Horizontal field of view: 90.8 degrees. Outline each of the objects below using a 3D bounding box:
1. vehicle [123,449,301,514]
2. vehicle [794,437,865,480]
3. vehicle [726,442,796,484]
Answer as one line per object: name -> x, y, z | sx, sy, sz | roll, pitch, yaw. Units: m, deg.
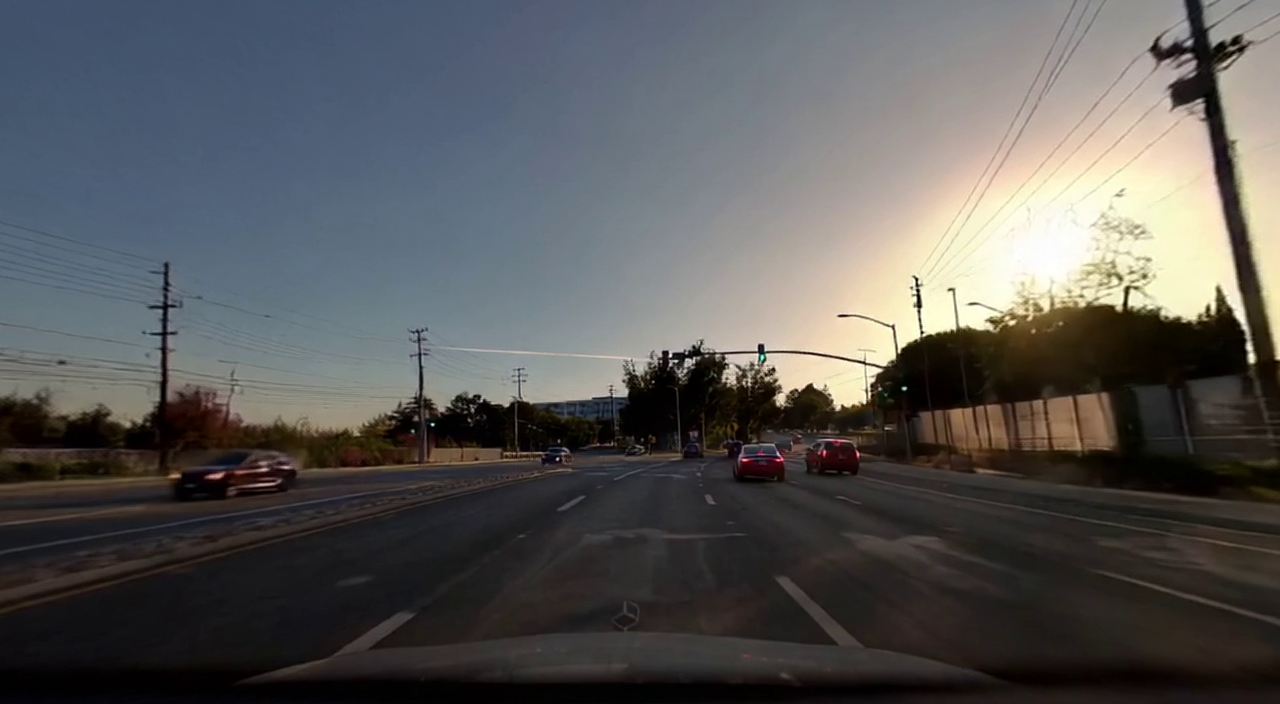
vehicle -> -11.962, 3.603, 18.094 | 1.885, 1.592, 4.337 | -1, -8, 3
vehicle -> 8.487, 4.797, 28.717 | 2.029, 1.795, 4.371 | -1, -8, 3
vehicle -> 4.574, 4.256, 24.503 | 2.035, 1.460, 4.392 | -1, -8, 3
